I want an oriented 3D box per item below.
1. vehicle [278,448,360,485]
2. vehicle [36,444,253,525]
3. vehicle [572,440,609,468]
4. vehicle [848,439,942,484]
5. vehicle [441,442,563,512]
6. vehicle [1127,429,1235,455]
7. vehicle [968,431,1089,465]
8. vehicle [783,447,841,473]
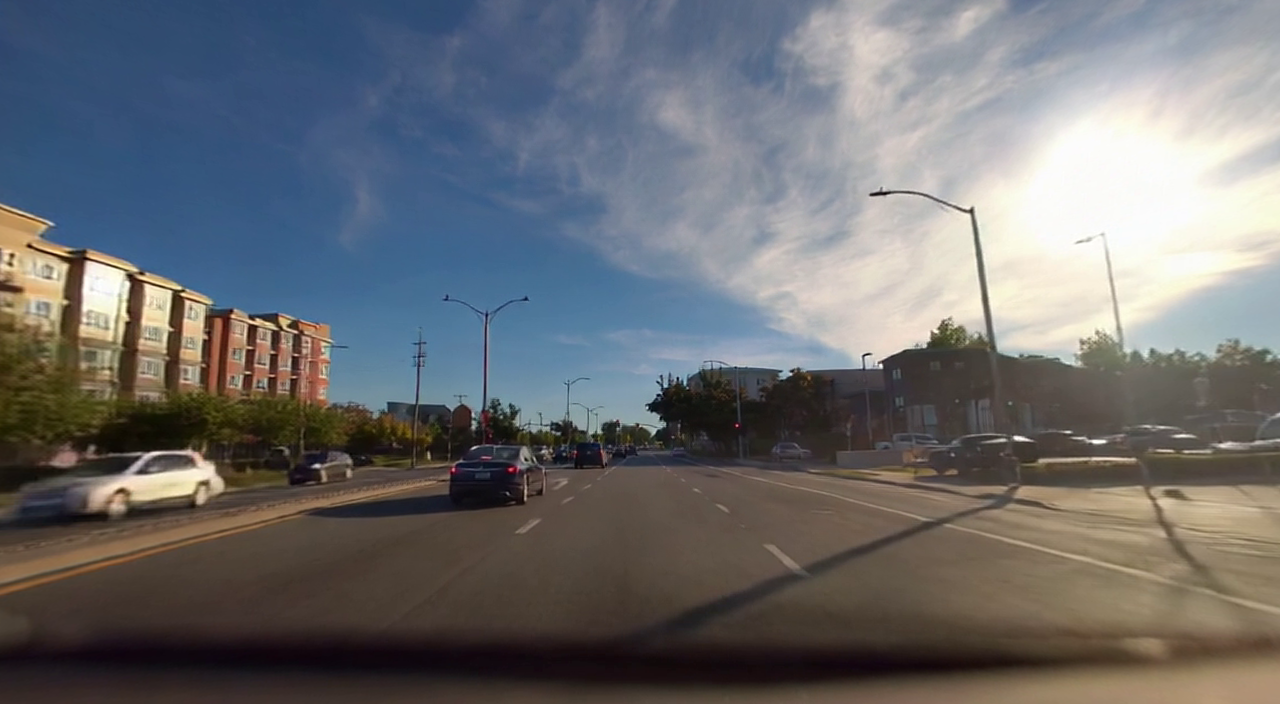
[{"bbox_3d":[-15.003,5.357,29.807,1.854,1.586,4.043,0,-8,-2],"label":"vehicle"},{"bbox_3d":[-10.694,2.832,14.052,1.867,1.524,3.654,0,-8,-2],"label":"vehicle"},{"bbox_3d":[-3.404,7.176,44.643,2.220,1.888,4.904,0,-8,0],"label":"vehicle"},{"bbox_3d":[10.377,4.488,26.148,1.975,1.677,4.400,0,-8,-1],"label":"vehicle"},{"bbox_3d":[-3.185,2.975,15.578,2.144,1.447,4.421,0,-8,-2],"label":"vehicle"},{"bbox_3d":[34.689,5.779,40.644,4.771,1.577,2.205,-1,-8,3],"label":"vehicle"},{"bbox_3d":[18.453,4.593,30.154,4.416,1.519,1.988,-1,-9,2],"label":"vehicle"},{"bbox_3d":[10.236,6.455,37.947,2.045,1.418,4.869,0,-8,-1],"label":"vehicle"}]
